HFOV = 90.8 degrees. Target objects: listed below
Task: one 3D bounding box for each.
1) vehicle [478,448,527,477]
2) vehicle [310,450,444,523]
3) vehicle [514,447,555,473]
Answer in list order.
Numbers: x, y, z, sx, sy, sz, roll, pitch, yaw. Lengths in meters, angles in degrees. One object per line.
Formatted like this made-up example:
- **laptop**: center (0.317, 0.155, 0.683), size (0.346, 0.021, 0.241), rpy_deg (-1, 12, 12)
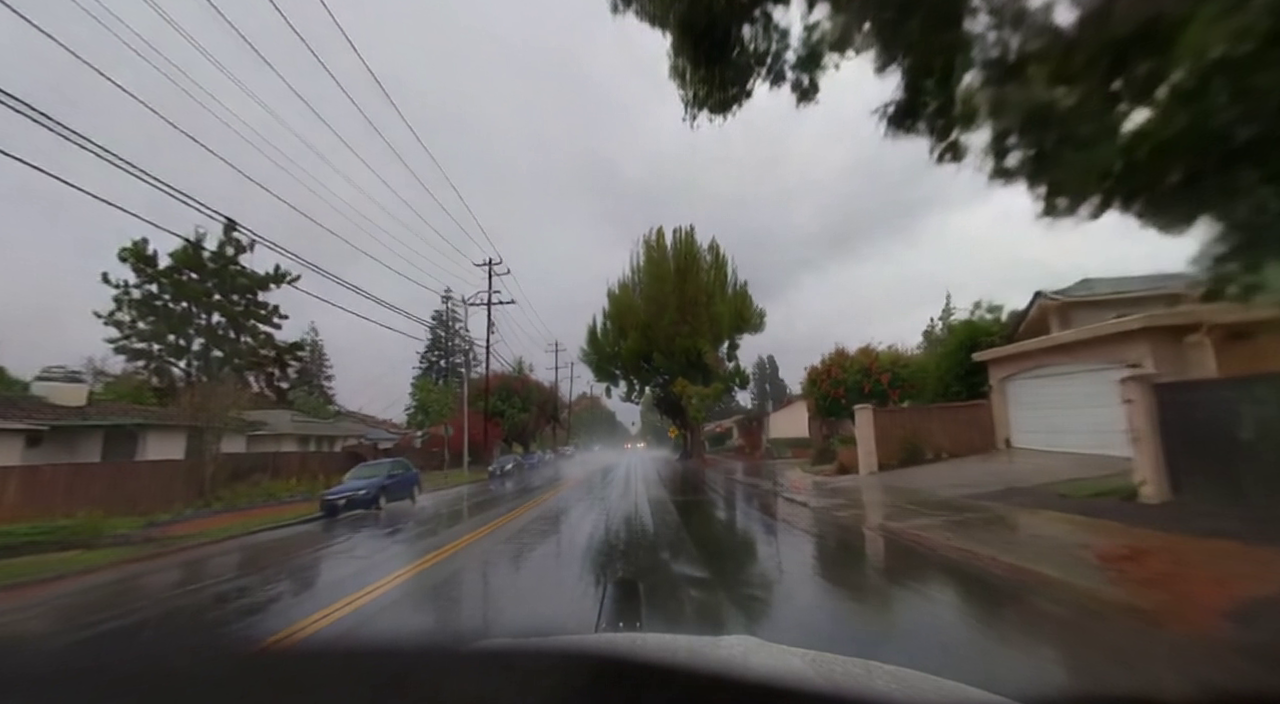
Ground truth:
- **vehicle**: center (-7.757, 6.271, 35.997), size (1.949, 1.512, 3.818), rpy_deg (0, -8, 0)
- **vehicle**: center (-7.236, 3.691, 17.905), size (1.869, 1.442, 4.344), rpy_deg (-9, -8, -1)
- **vehicle**: center (-7.612, 7.804, 46.098), size (1.839, 1.494, 4.757), rpy_deg (-9, -9, 2)
